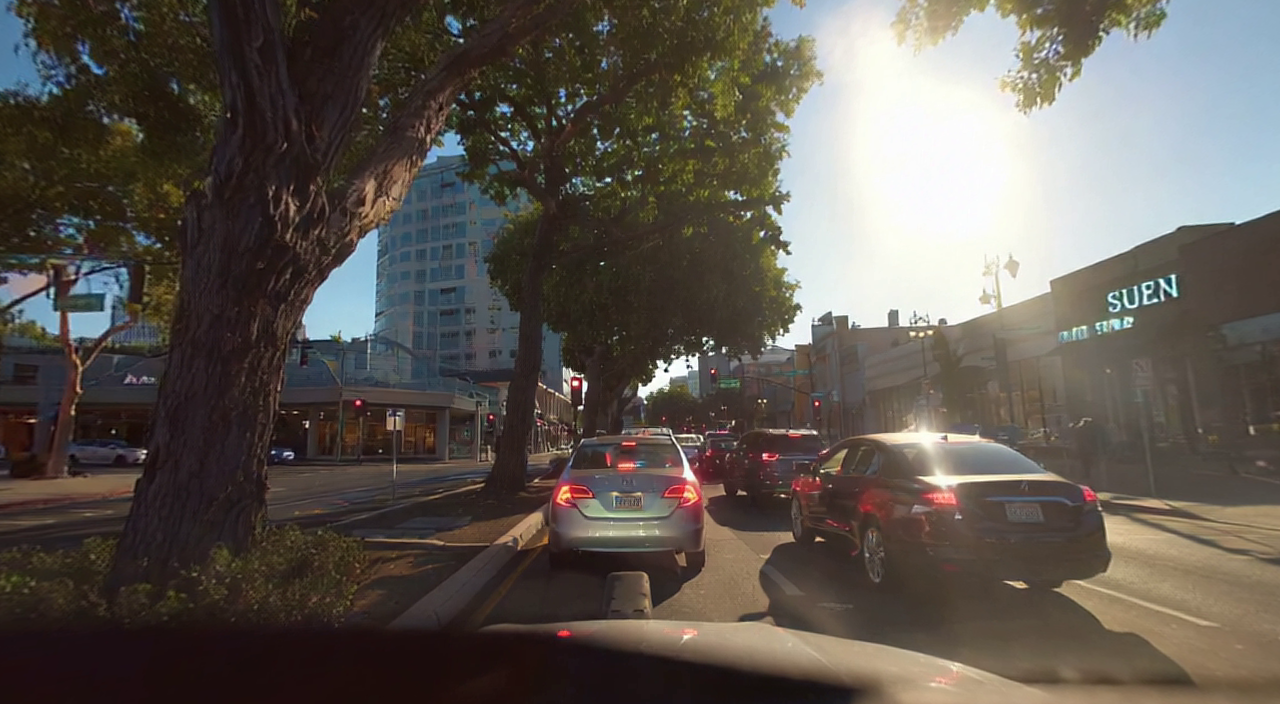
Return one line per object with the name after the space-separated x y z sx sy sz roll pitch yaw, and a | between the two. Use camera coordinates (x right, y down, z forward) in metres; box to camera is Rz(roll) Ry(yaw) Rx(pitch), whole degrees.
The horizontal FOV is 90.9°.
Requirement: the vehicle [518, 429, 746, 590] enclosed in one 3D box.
-0.090 1.757 7.928 2.087 1.456 4.143 0 -8 0 | vehicle

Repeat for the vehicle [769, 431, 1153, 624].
2.907 1.654 7.002 1.893 1.446 4.270 0 -8 -2 | vehicle
